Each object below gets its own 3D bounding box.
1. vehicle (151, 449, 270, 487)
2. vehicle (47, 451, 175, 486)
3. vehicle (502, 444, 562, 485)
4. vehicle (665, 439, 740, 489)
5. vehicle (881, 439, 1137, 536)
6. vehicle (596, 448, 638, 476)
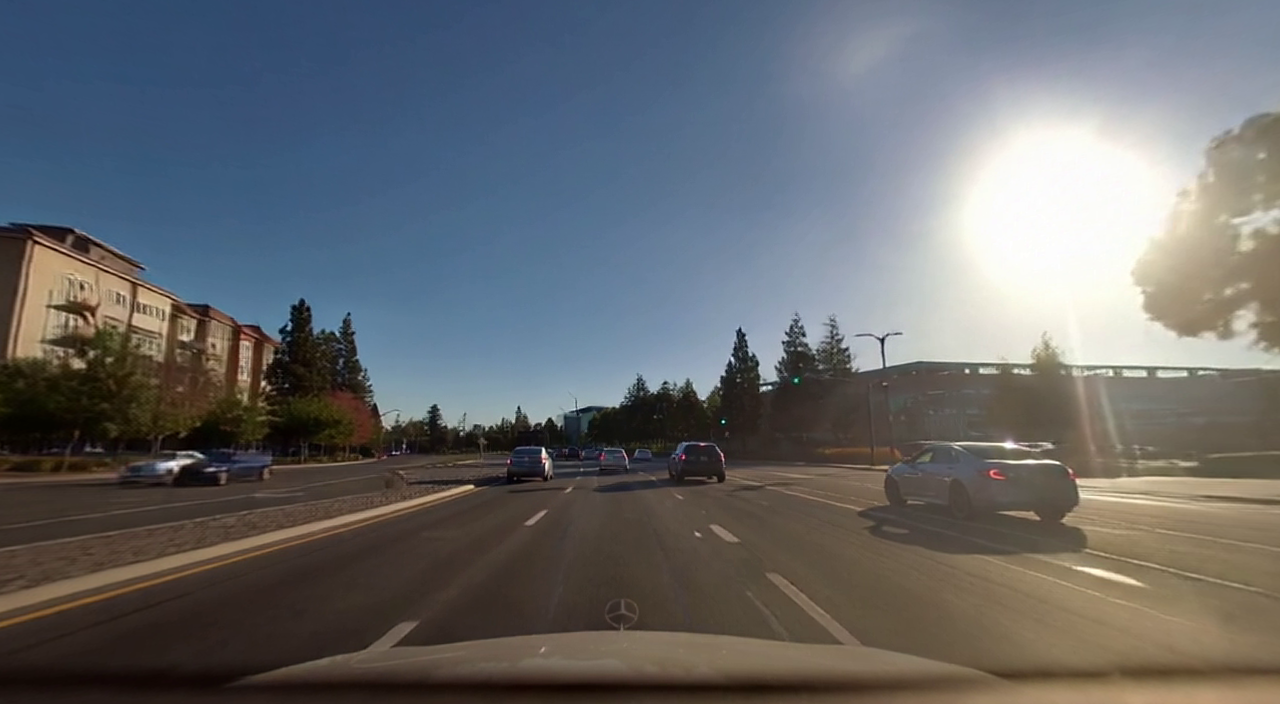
[{"bbox_3d":[-18.548,4.990,27.638,1.918,1.469,4.780,0,-8,-1],"label":"vehicle"},{"bbox_3d":[-25.004,5.512,30.157,2.016,1.475,4.706,0,-8,0],"label":"vehicle"},{"bbox_3d":[-4.791,5.027,28.621,2.172,1.671,4.175,0,-8,-3],"label":"vehicle"},{"bbox_3d":[2.271,4.230,24.253,2.161,1.716,4.194,0,-8,-4],"label":"vehicle"},{"bbox_3d":[6.301,2.330,11.540,1.945,1.408,4.288,0,-8,-3],"label":"vehicle"},{"bbox_3d":[-1.380,6.251,36.236,2.155,1.486,4.403,1,-8,-5],"label":"vehicle"}]
